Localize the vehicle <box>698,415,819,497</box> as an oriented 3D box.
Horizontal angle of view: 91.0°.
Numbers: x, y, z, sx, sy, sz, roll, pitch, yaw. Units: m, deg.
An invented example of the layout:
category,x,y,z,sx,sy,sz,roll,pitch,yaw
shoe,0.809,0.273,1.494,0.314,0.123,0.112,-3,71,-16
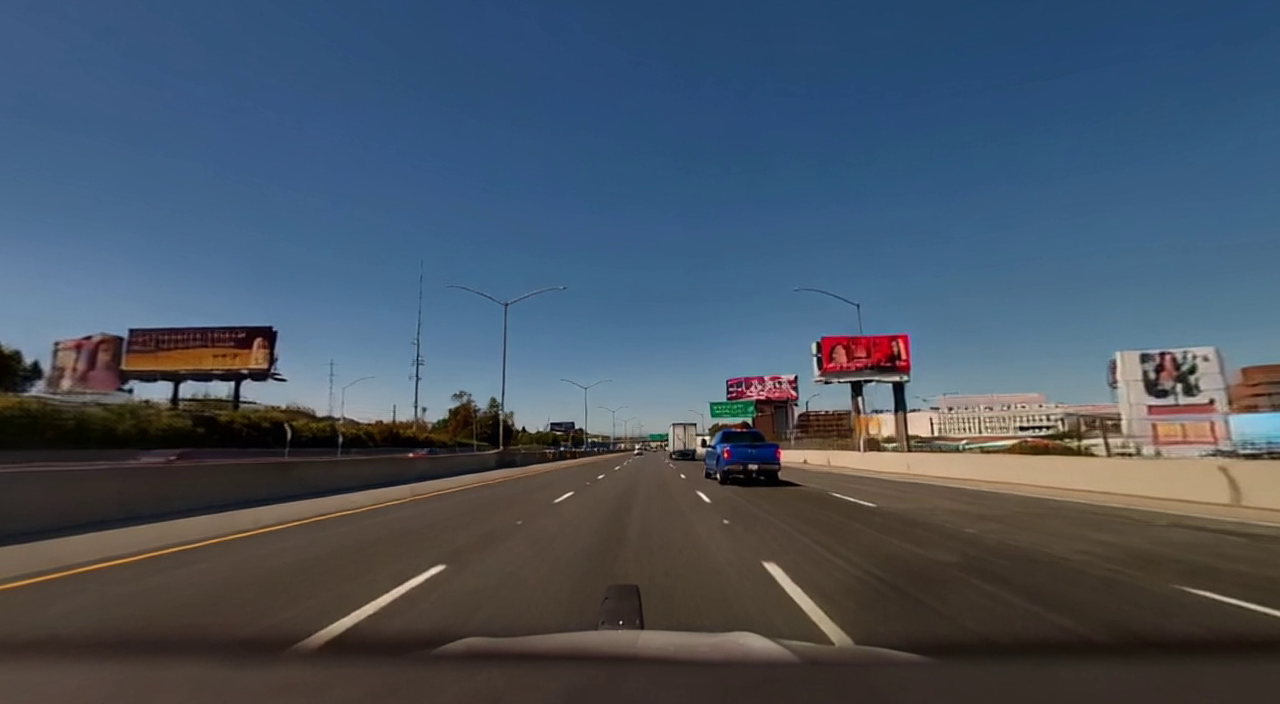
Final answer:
category,x,y,z,sx,sy,sz,roll,pitch,yaw
vehicle,3.447,3.250,19.981,2.740,2.157,6.300,0,-9,1
